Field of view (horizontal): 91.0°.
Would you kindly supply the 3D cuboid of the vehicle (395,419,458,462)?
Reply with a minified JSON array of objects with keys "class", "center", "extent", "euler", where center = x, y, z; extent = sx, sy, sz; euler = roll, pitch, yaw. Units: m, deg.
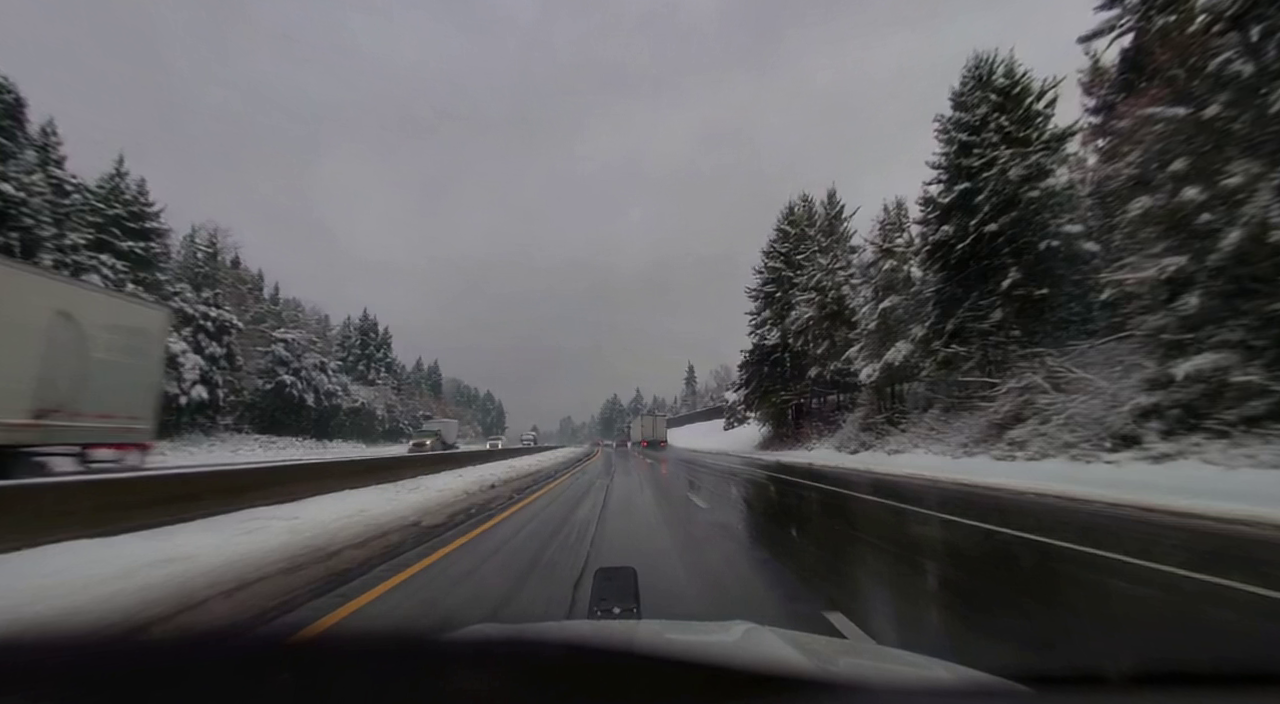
[{"class":"vehicle","center":[-14.117,5.948,42.113],"extent":[2.294,2.641,5.907],"euler":[0,-8,-2]}]

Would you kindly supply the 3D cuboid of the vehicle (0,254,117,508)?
[{"class":"vehicle","center":[-13.059,-0.171,6.325],"extent":[3.640,4.457,14.111],"euler":[0,-8,-1]}]
